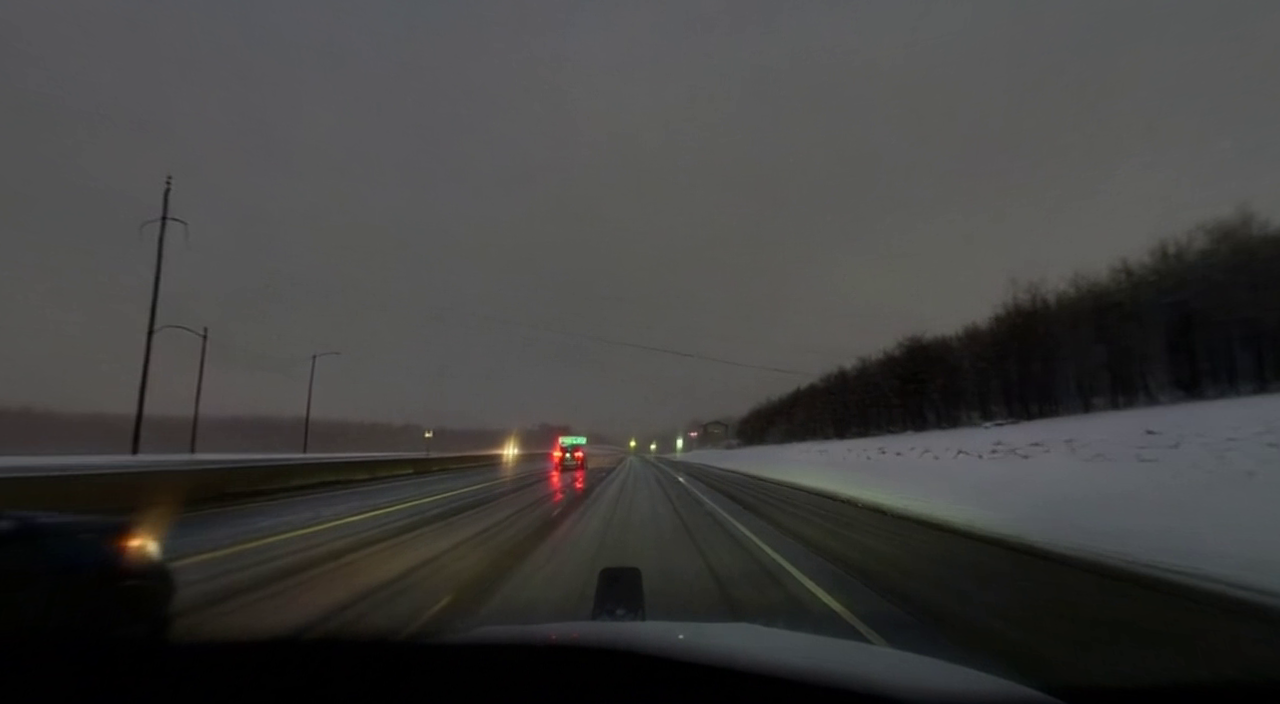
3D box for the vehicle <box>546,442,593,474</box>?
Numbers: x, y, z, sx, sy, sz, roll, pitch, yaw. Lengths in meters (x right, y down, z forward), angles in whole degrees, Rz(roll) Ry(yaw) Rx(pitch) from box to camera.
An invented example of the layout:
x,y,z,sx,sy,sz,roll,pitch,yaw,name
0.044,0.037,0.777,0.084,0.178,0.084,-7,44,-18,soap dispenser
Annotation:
x,y,z,sx,sy,sz,roll,pitch,yaw,name
-3.934,5.994,35.713,2.133,1.683,4.340,0,-9,0,vehicle
